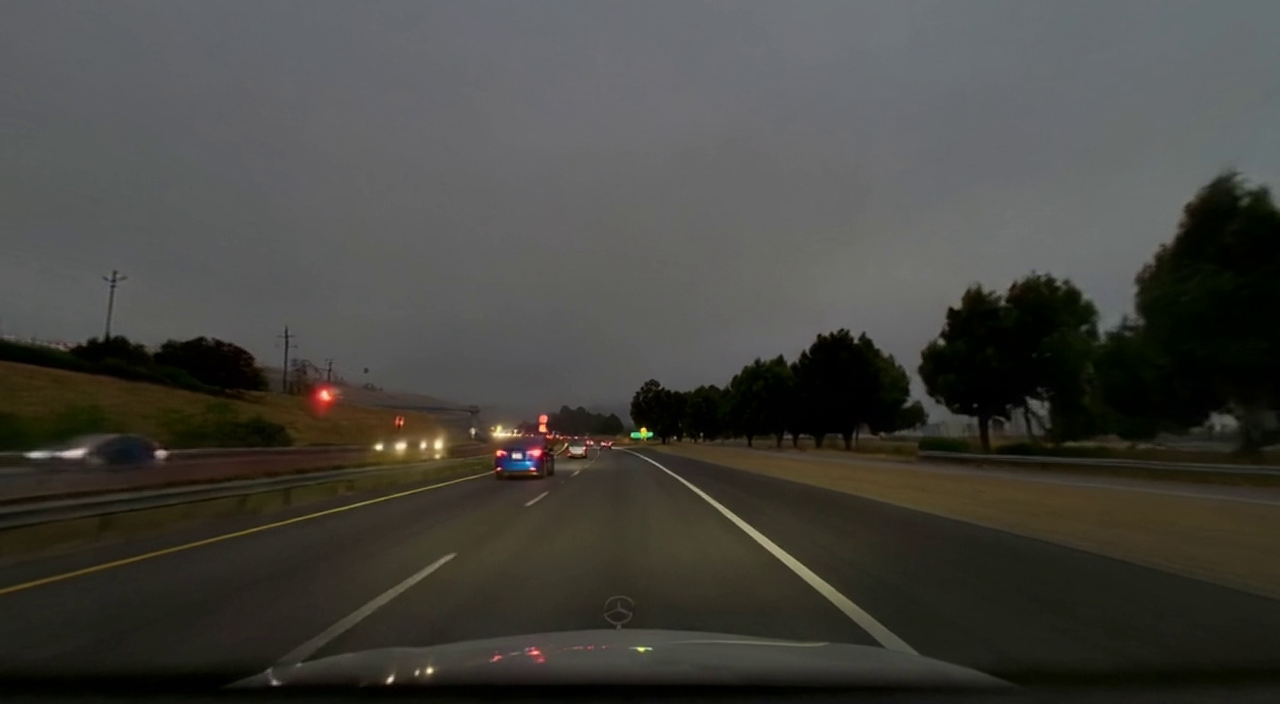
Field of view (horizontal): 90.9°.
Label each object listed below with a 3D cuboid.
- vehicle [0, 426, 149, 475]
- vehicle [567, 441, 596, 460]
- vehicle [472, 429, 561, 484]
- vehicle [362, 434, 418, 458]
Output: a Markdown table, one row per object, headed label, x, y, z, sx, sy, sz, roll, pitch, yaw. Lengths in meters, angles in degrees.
| label | x | y | z | sx | sy | sz | roll | pitch | yaw |
| --- | --- | --- | --- | --- | --- | --- | --- | --- | --- |
| vehicle | -19.754 | 3.406 | 22.023 | 1.885 | 1.527 | 4.124 | 0 | -8 | -2 |
| vehicle | -4.397 | 7.431 | 47.917 | 1.874 | 1.369 | 3.875 | 0 | -8 | -2 |
| vehicle | -3.954 | 3.441 | 21.056 | 2.047 | 1.612 | 4.631 | 0 | -8 | 0 |
| vehicle | -16.140 | 6.100 | 40.981 | 1.838 | 1.473 | 4.625 | 0 | -8 | -2 |
